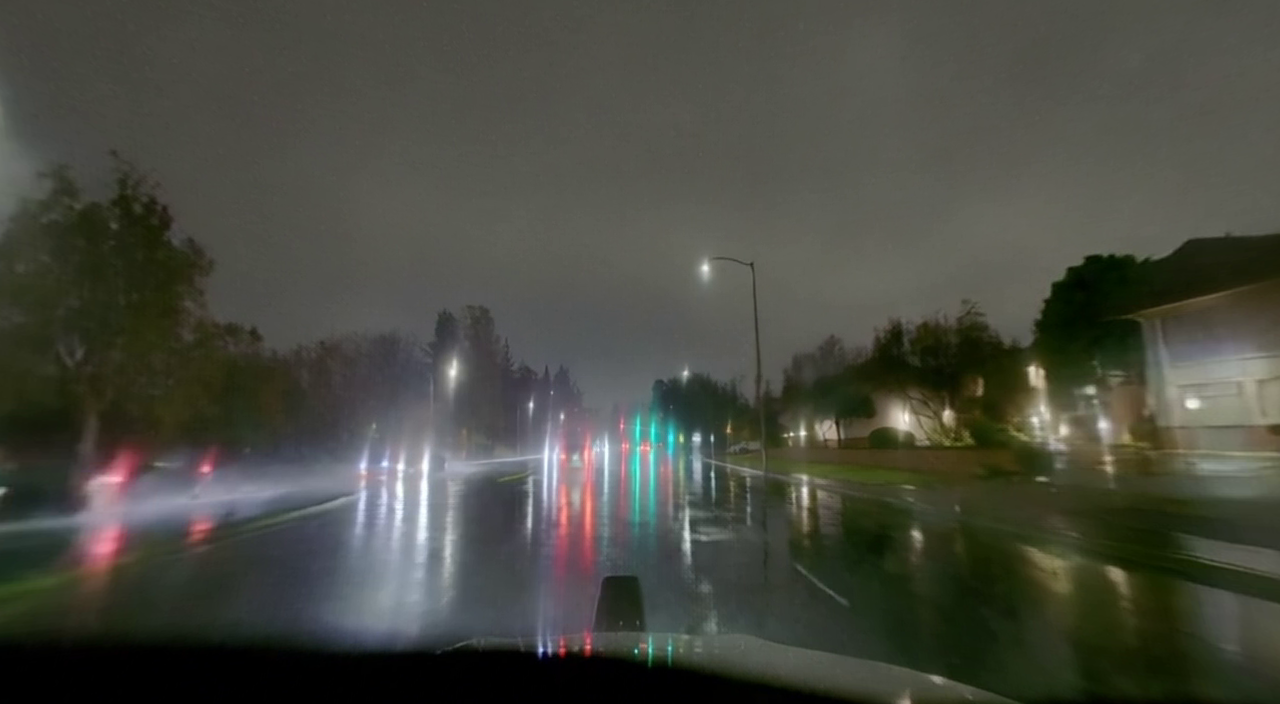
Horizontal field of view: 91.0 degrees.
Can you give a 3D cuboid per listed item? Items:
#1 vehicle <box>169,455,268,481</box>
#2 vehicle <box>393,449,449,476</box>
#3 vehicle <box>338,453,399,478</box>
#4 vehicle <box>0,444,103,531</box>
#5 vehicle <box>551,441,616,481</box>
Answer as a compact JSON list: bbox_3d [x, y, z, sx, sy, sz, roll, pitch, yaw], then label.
[{"bbox_3d":[-25.944,7.145,38.903,4.586,1.492,1.884,1,-9,-8],"label":"vehicle"},{"bbox_3d":[-13.662,6.906,39.620,1.939,1.537,4.269,0,-9,1],"label":"vehicle"},{"bbox_3d":[-17.375,7.258,40.515,1.945,1.520,4.403,0,-9,0],"label":"vehicle"},{"bbox_3d":[-13.939,2.747,12.749,2.059,1.734,4.559,0,-9,0],"label":"vehicle"},{"bbox_3d":[-2.221,4.488,26.125,2.106,1.517,4.375,-1,-9,3],"label":"vehicle"}]
